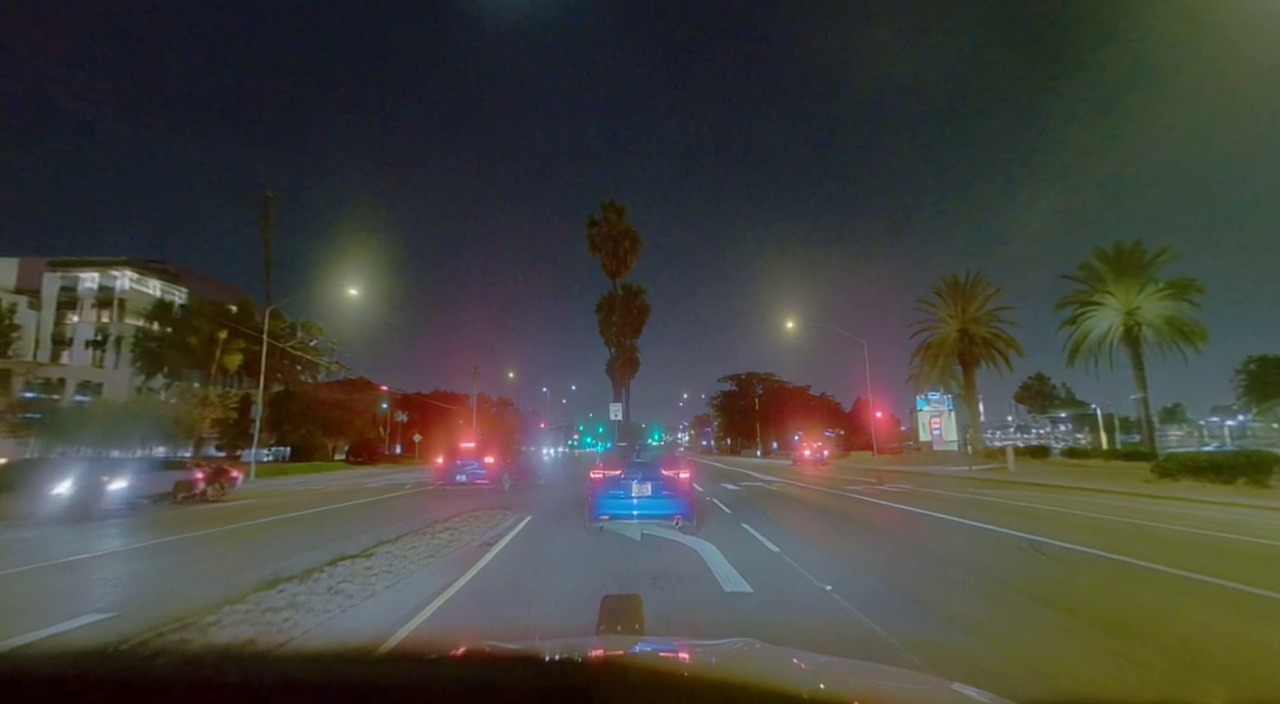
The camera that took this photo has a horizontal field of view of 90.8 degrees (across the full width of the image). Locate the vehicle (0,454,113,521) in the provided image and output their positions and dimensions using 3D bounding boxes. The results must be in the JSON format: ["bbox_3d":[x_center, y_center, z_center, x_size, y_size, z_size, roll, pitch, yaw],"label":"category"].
[{"bbox_3d":[-15.547,3.338,16.084,4.071,1.442,1.948,-5,-10,31],"label":"vehicle"}]

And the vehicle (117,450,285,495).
[{"bbox_3d":[-15.595,4.255,22.595,4.585,1.479,2.088,-1,-9,6],"label":"vehicle"}]

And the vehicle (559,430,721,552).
[{"bbox_3d":[-0.137,2.036,10.024,1.986,1.473,4.382,0,-9,-4],"label":"vehicle"}]

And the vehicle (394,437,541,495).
[{"bbox_3d":[-5.368,3.444,19.451,4.457,1.552,2.095,-7,-11,38],"label":"vehicle"}]
